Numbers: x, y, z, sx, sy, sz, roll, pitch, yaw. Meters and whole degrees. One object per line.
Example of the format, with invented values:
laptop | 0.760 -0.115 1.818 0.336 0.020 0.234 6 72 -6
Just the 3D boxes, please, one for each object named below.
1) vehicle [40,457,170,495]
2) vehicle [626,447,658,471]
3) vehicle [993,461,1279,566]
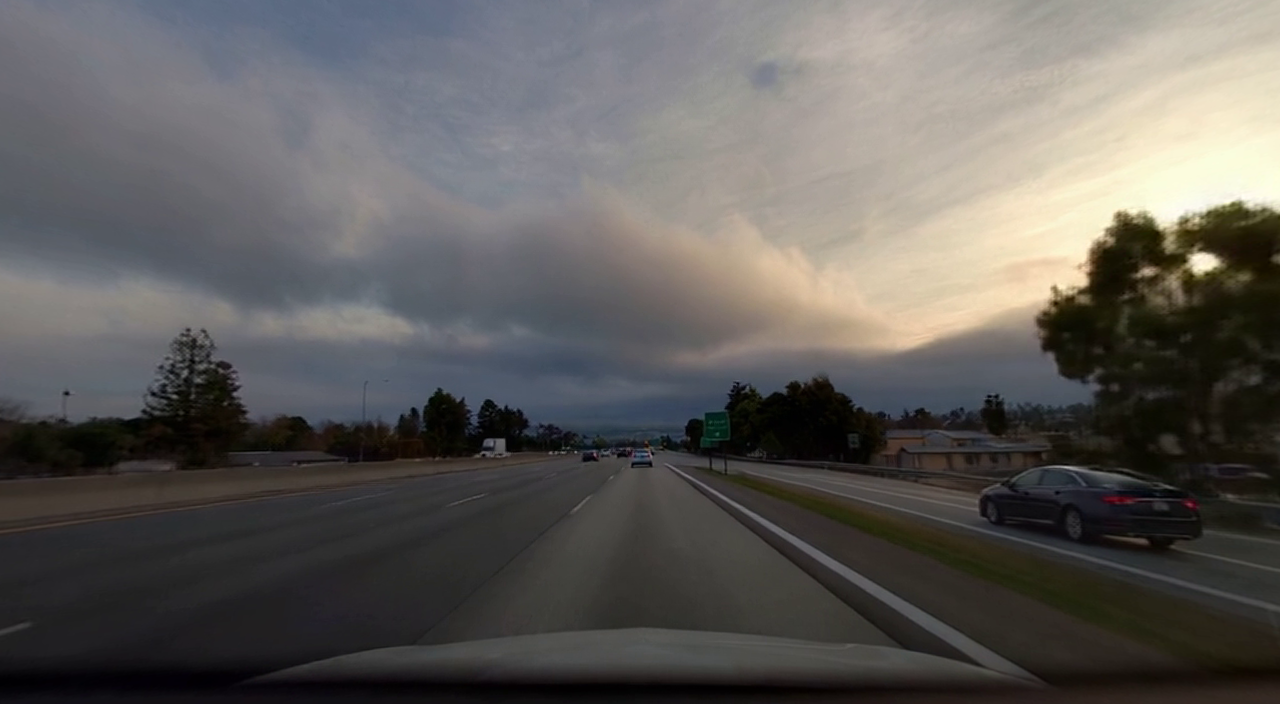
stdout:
vehicle | -23.572 5.446 28.043 2.029 1.448 4.262 0 -8 1
vehicle | 0.155 7.153 42.324 2.051 1.443 3.770 0 -8 0
vehicle | 12.182 3.837 15.984 2.599 1.962 5.759 1 -8 -7
